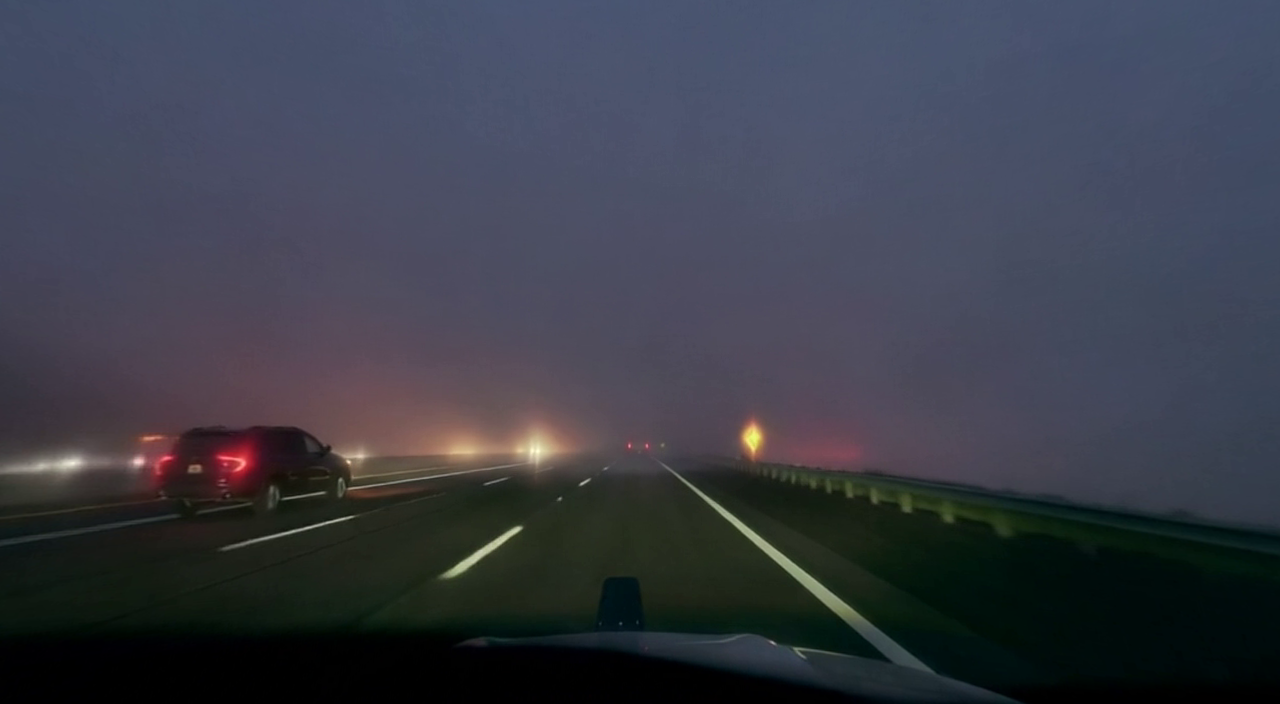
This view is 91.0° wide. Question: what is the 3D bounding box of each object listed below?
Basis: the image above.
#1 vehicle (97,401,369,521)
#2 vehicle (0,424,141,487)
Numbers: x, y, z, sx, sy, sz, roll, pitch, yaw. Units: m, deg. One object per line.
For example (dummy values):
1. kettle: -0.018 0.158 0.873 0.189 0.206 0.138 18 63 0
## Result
1. vehicle: -7.763 2.158 12.864 2.163 1.947 4.959 0 -8 0
2. vehicle: -36.393 6.340 38.888 3.035 3.387 9.747 0 -9 0
